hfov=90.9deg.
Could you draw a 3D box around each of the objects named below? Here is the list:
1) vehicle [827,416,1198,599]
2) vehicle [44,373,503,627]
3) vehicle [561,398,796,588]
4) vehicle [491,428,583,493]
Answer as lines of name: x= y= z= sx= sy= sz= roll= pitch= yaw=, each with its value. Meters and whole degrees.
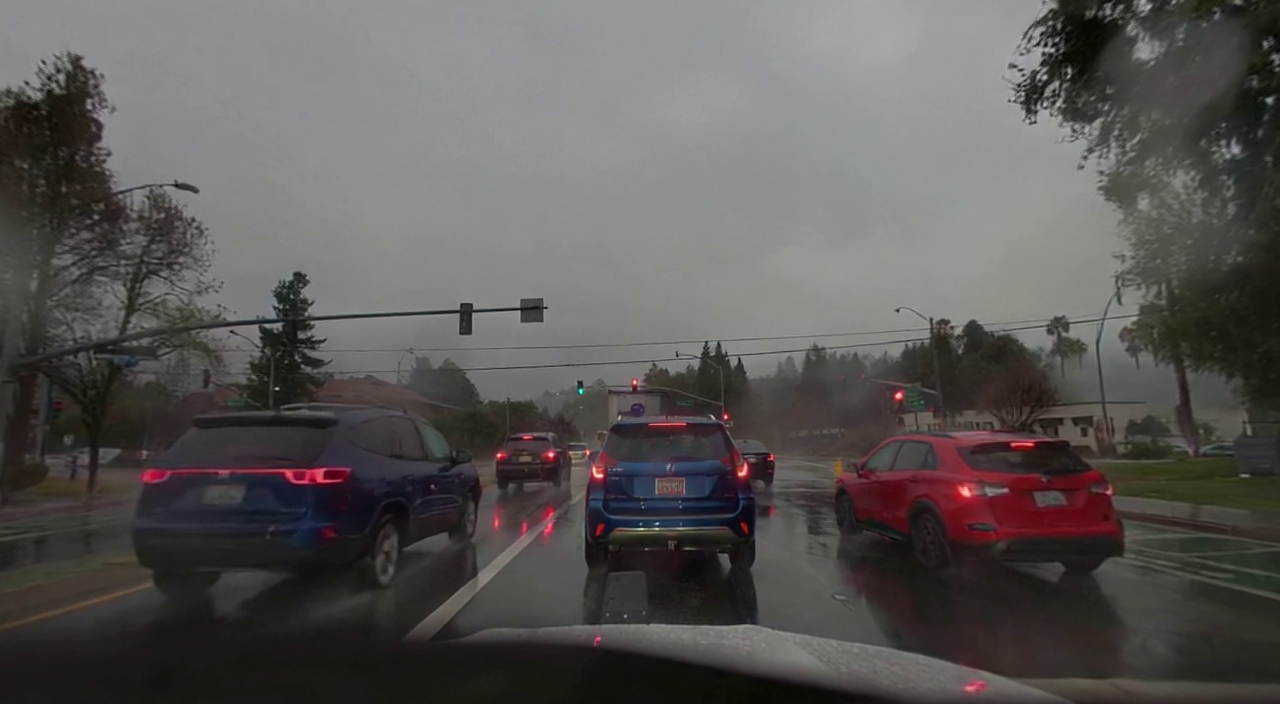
vehicle: x=3.885 y=1.663 z=7.607 sx=1.954 sy=1.592 sz=3.992 roll=0 pitch=-8 yaw=-1
vehicle: x=-3.175 y=1.427 z=7.050 sx=2.209 sy=1.828 sz=4.847 roll=0 pitch=-9 yaw=0
vehicle: x=0.372 y=1.636 z=8.112 sx=2.172 sy=1.764 sz=4.338 roll=0 pitch=-8 yaw=0
vehicle: x=-3.145 y=3.436 z=20.362 sx=2.054 sy=1.814 sz=4.941 roll=0 pitch=-8 yaw=1
